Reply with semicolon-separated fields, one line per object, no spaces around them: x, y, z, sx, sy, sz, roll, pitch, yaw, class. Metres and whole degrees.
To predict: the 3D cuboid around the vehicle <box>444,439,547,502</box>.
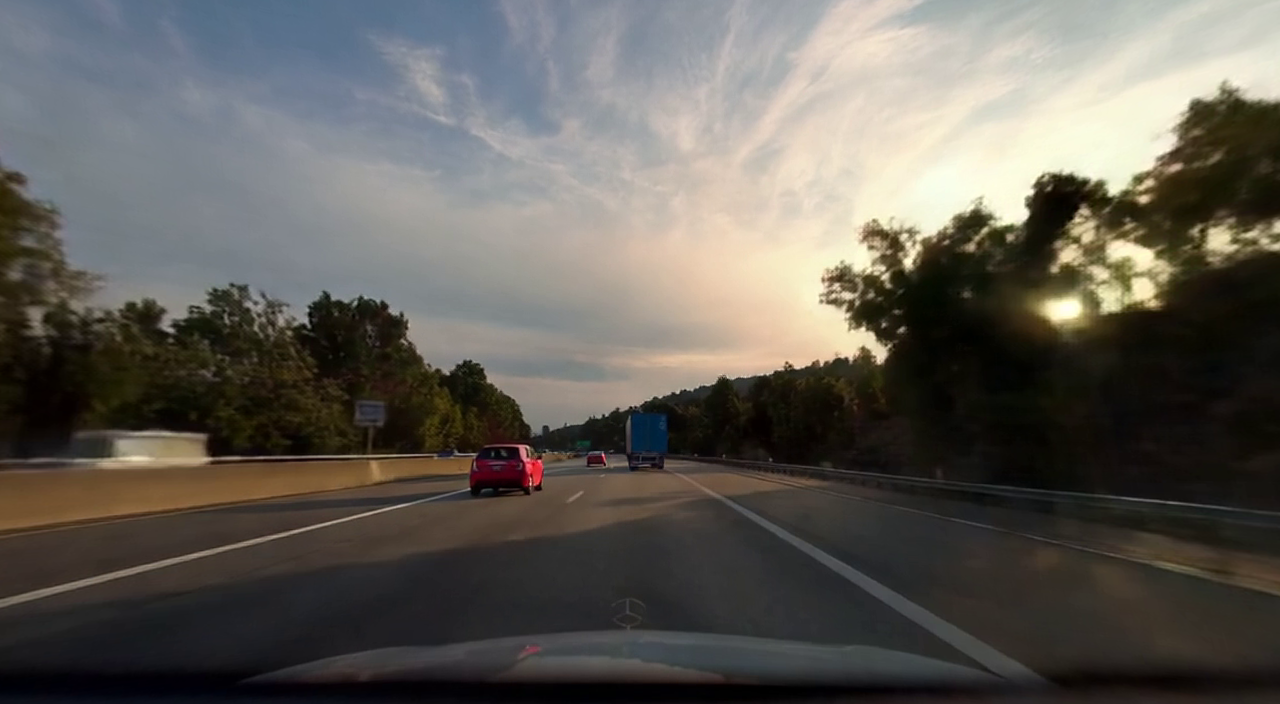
-4.030;3.372;18.287;1.977;1.602;3.944;0;-9;1;vehicle

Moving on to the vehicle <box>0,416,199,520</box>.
-12.645;2.486;13.891;2.094;1.864;5.154;0;-9;0;vehicle

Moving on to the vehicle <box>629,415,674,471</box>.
0.712;6.606;45.427;2.893;3.628;9.081;0;-9;0;vehicle
